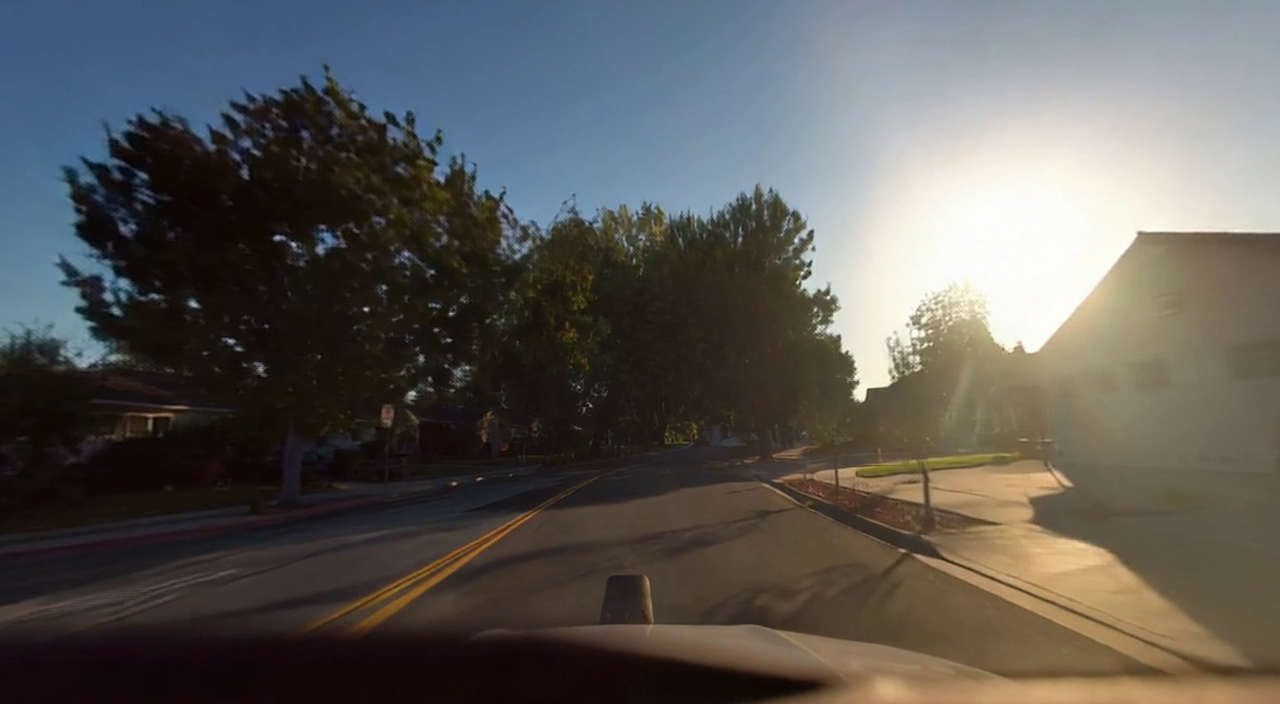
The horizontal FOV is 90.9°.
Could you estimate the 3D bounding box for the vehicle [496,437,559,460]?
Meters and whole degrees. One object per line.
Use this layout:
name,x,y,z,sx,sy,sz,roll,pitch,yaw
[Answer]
vehicle,-8.477,7.308,47.499,4.485,1.663,2.111,2,-9,-11
